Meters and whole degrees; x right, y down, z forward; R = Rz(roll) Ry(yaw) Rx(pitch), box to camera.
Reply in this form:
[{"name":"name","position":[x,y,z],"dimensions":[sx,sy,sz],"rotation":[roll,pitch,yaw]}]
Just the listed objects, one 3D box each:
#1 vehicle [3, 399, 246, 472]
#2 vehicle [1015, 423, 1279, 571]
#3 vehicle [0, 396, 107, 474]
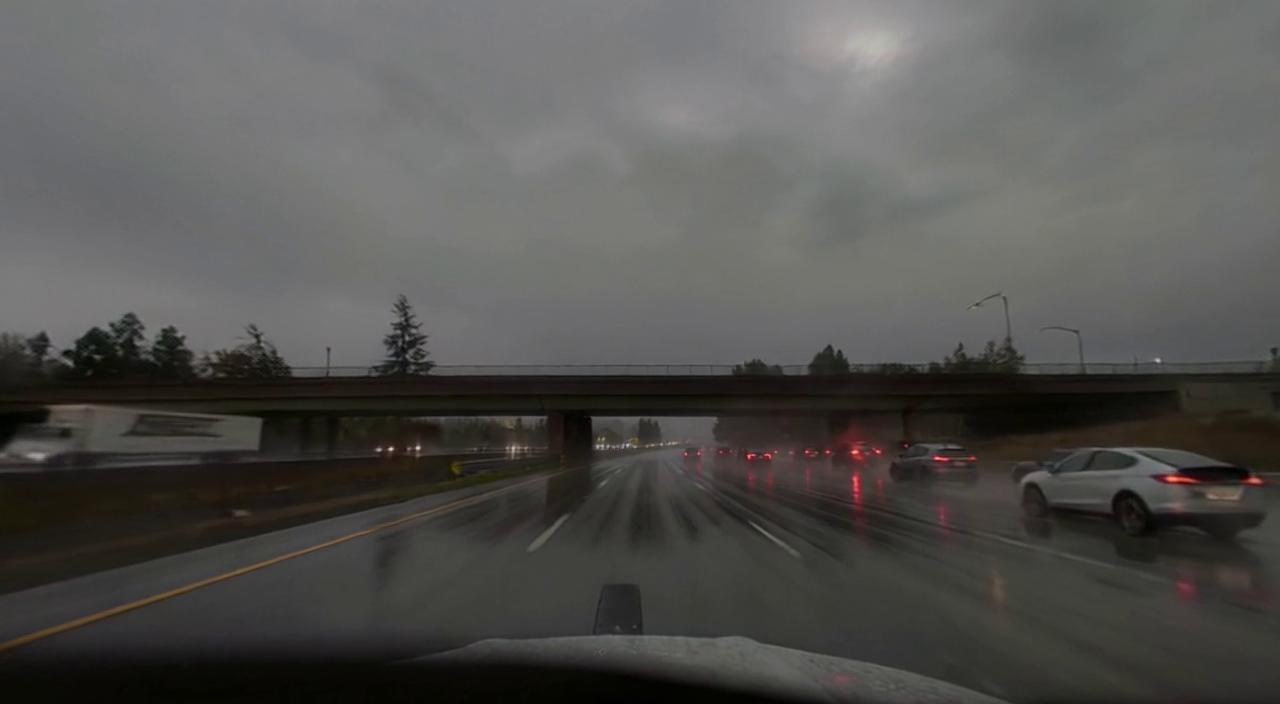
[{"name":"vehicle","position":[-34.449,5.970,44.187],"dimensions":[2.902,4.121,16.582],"rotation":[0,-9,1]},{"name":"vehicle","position":[7.743,1.917,9.176],"dimensions":[1.862,1.613,4.316],"rotation":[0,-9,-1]},{"name":"vehicle","position":[-34.557,4.619,34.769],"dimensions":[3.015,3.942,8.354],"rotation":[0,-9,0]}]
